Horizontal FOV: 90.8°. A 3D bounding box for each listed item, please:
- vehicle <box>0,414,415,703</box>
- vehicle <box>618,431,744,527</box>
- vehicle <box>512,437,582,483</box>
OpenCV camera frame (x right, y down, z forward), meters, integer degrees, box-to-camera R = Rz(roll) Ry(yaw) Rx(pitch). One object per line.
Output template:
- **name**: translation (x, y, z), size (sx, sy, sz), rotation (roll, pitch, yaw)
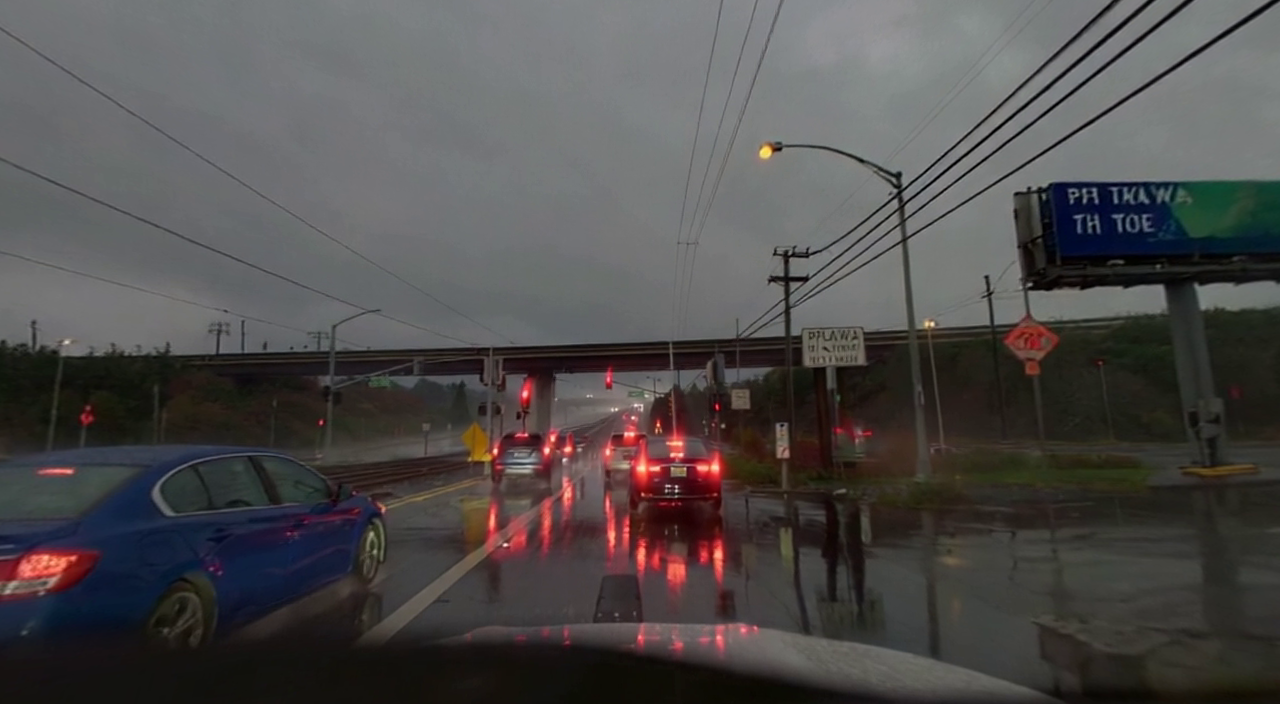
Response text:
- **vehicle**: translation (-3.591, 1.359, 5.010), size (1.956, 1.468, 4.585), rotation (0, -9, 0)
- **vehicle**: translation (0.592, 2.352, 12.195), size (1.998, 1.529, 3.960), rotation (0, -9, -2)
- **vehicle**: translation (-3.261, 3.894, 22.950), size (1.984, 1.505, 4.047), rotation (0, -9, -1)
